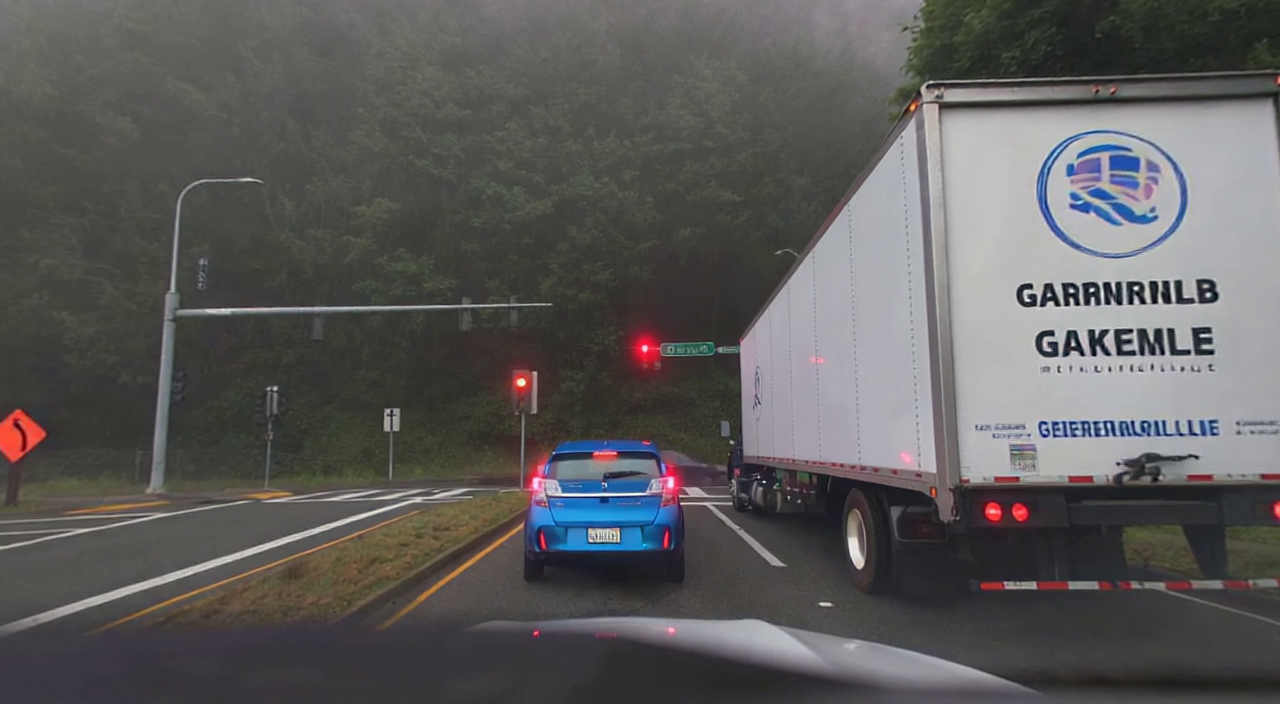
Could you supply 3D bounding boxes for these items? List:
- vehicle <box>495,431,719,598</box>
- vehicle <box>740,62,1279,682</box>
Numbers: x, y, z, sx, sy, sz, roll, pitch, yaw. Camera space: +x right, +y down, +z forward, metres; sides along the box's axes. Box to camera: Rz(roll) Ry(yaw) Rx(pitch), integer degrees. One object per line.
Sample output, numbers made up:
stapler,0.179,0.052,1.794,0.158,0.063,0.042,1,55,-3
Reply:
vehicle,-0.327,1.715,7.425,1.975,1.457,3.526,0,-9,-1
vehicle,3.514,0.732,8.621,2.884,3.753,9.763,0,-9,1
